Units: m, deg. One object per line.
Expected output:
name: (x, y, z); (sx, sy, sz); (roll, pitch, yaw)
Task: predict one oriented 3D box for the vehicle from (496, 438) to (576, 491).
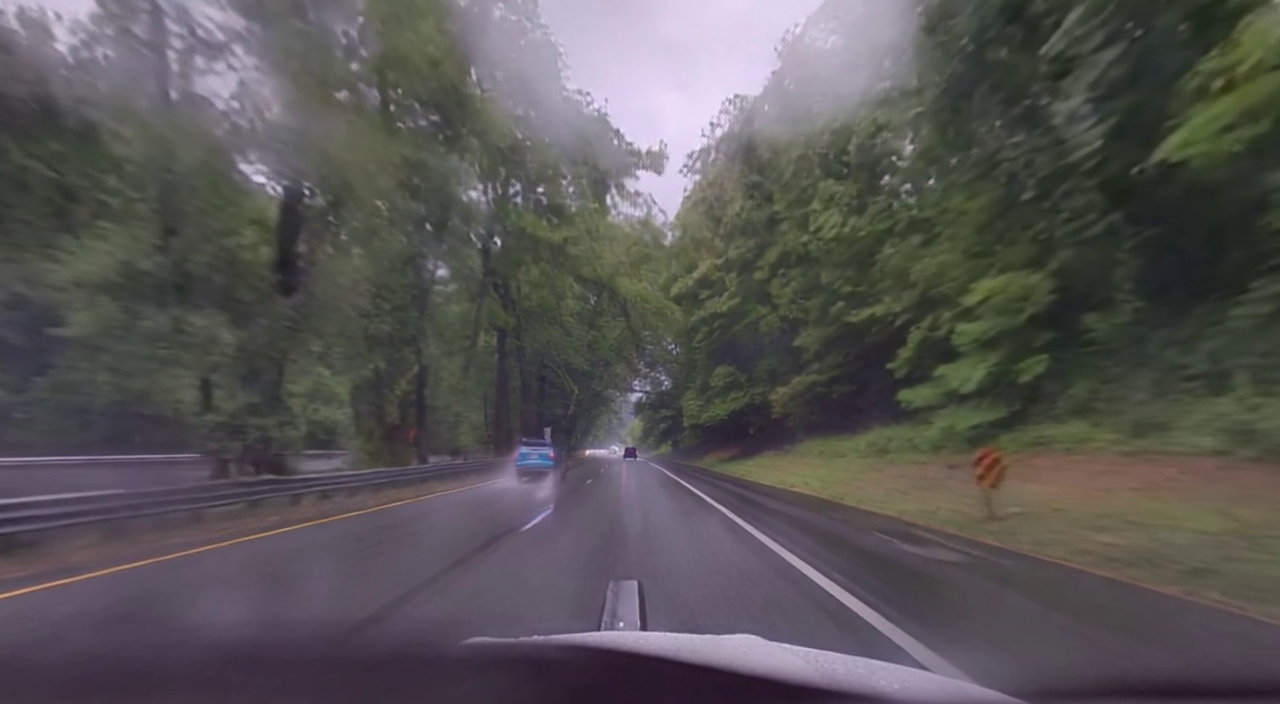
vehicle: (-3.717, 4.105, 23.348); (2.135, 1.755, 4.476); (0, -9, 1)
